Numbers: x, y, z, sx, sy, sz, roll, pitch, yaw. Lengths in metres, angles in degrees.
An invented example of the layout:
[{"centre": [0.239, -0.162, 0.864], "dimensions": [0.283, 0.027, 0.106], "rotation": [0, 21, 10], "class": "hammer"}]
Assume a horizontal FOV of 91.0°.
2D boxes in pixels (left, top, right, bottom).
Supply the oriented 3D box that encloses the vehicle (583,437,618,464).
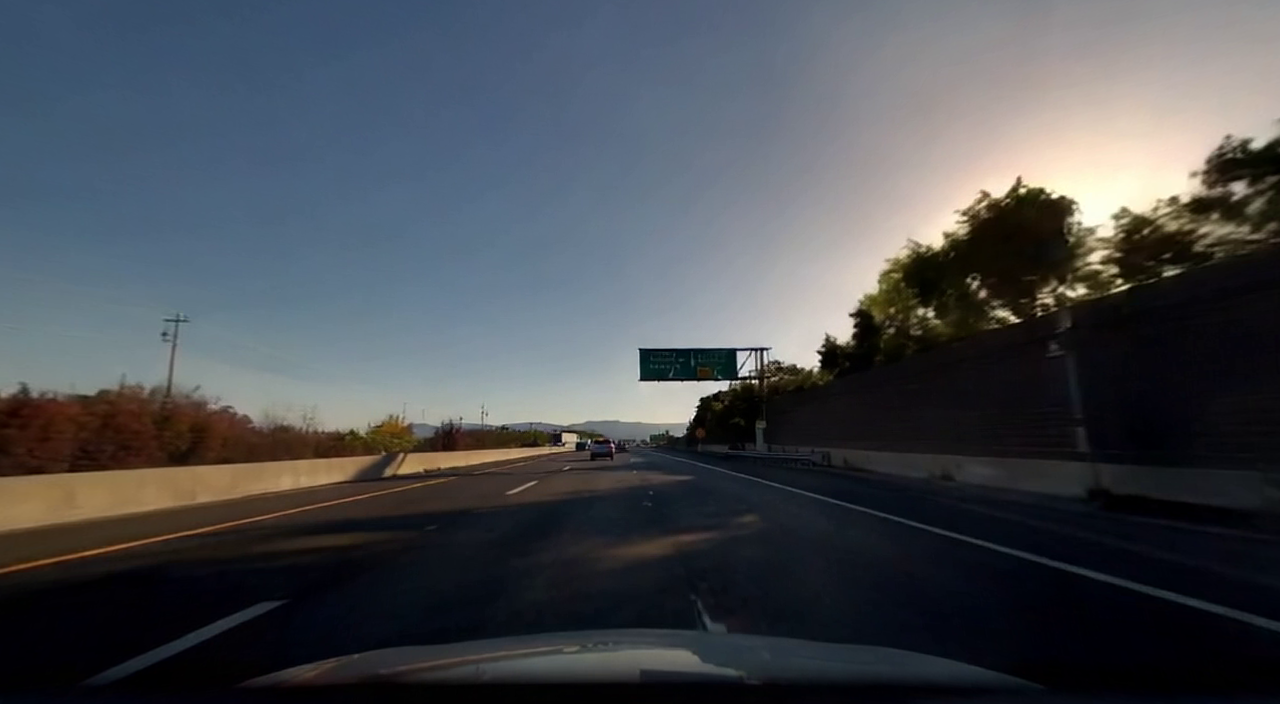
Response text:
[{"centre": [-2.443, 6.230, 39.904], "dimensions": [2.111, 1.635, 4.177], "rotation": [0, -8, -2], "class": "vehicle"}]
